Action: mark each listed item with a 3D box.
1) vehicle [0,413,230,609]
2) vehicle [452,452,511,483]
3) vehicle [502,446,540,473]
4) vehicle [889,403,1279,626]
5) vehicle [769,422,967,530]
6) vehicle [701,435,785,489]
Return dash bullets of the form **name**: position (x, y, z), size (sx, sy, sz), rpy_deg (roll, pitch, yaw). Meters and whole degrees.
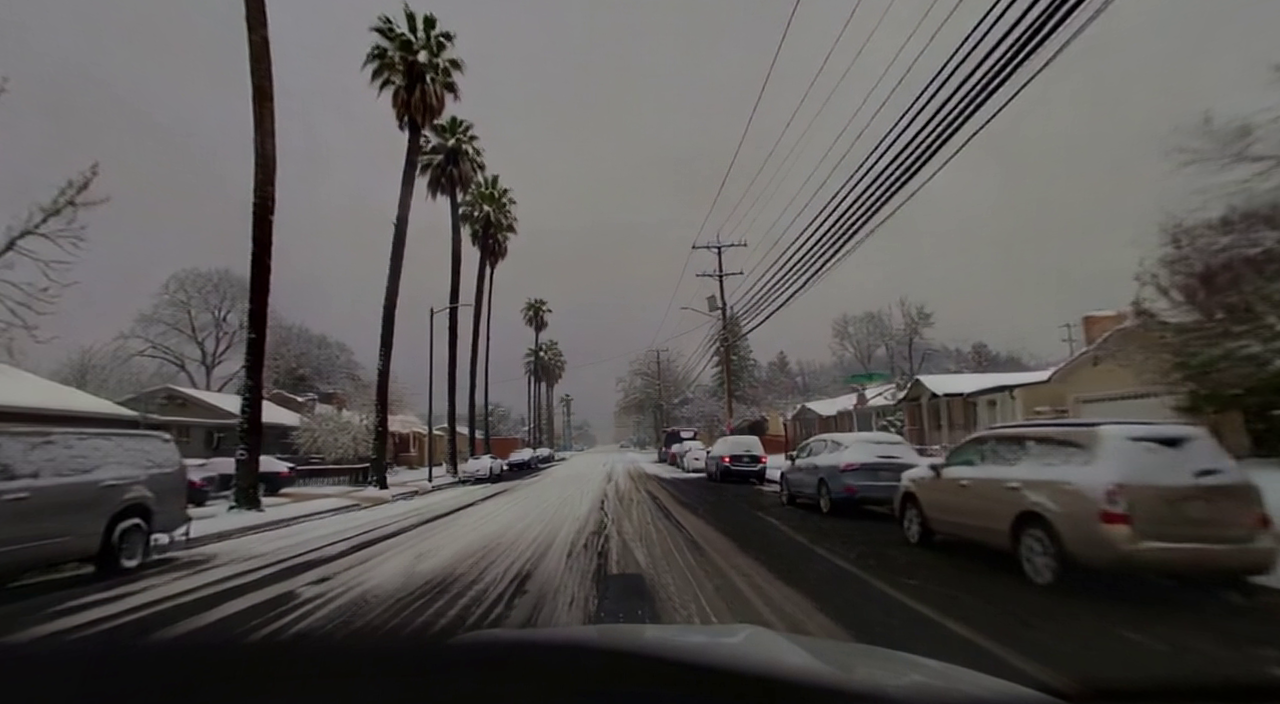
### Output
- **vehicle**: position (-7.614, 1.727, 7.197), size (2.300, 1.943, 5.744), rpy_deg (0, -8, -4)
- **vehicle**: position (-8.464, 6.170, 34.160), size (2.013, 1.483, 4.645), rpy_deg (0, -8, -1)
- **vehicle**: position (-9.203, 8.344, 49.206), size (2.077, 1.888, 4.551), rpy_deg (-2, -8, 0)
- **vehicle**: position (4.608, 1.552, 7.017), size (1.894, 1.675, 4.294), rpy_deg (0, -8, 0)
- **vehicle**: position (4.244, 2.384, 12.779), size (1.922, 1.761, 4.633), rpy_deg (1, -9, -5)
- **vehicle**: position (3.751, 4.105, 23.981), size (2.115, 1.826, 4.871), rpy_deg (0, -8, -3)
